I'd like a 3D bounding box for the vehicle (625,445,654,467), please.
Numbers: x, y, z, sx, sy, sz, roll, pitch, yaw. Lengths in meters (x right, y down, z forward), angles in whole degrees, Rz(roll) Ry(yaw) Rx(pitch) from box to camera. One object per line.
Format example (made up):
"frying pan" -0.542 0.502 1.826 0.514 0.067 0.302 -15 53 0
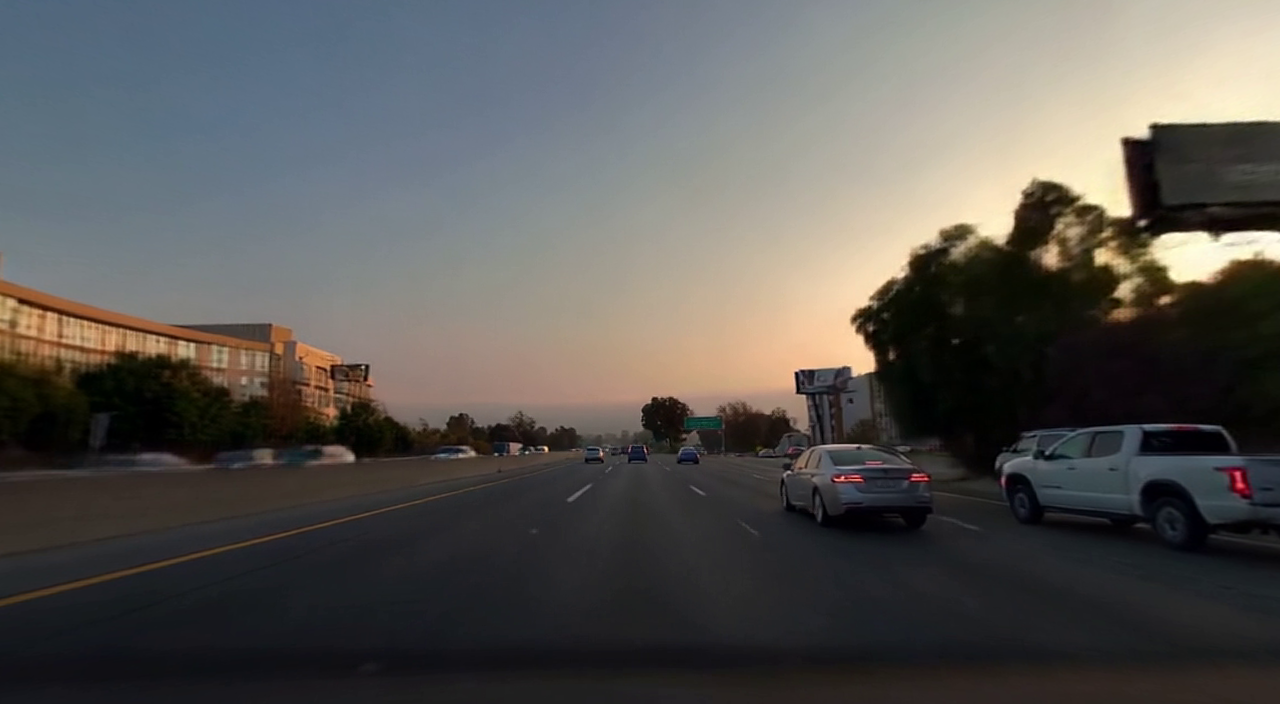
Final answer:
"vehicle" -0.117 8.192 49.895 2.191 1.685 4.015 0 -9 -1

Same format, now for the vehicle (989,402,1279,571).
"vehicle" 7.624 1.812 9.250 2.176 1.793 4.841 0 -9 -1

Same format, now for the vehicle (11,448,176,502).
"vehicle" -17.957 4.014 21.080 1.835 1.592 4.076 0 -9 -1

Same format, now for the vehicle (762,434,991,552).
"vehicle" 3.529 2.183 10.534 1.987 1.509 4.512 0 -9 -1

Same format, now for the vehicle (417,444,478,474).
"vehicle" -11.536 6.424 38.222 2.031 1.625 5.415 0 -9 0

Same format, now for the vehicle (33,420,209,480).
"vehicle" -35.883 6.907 44.644 2.924 3.683 11.318 0 -9 -1

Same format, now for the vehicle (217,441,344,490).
"vehicle" -13.311 4.214 23.812 2.009 1.635 4.827 0 -9 -1
